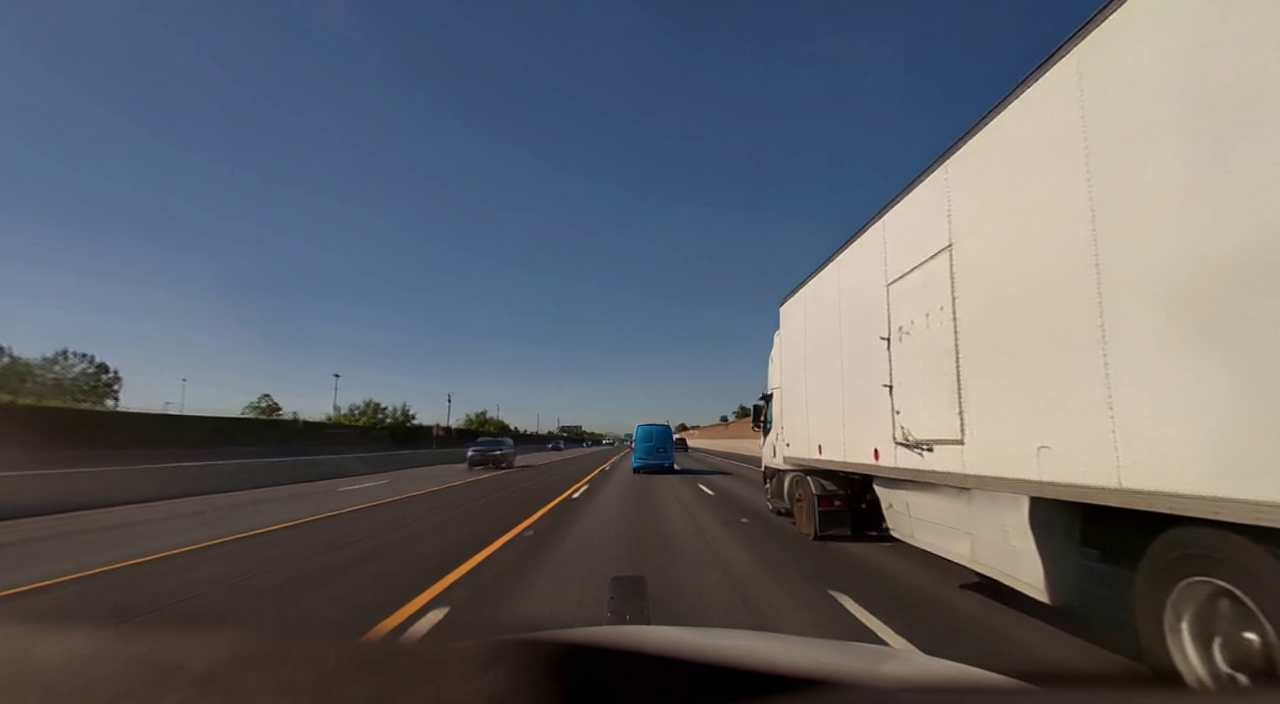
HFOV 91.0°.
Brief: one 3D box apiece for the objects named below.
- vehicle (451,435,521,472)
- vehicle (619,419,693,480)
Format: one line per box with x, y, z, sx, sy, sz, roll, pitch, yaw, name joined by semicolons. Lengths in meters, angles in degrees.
-7.888;5.228;32.752;2.271;1.756;4.718;0;-8;2;vehicle
0.585;3.575;23.221;2.469;2.027;4.554;0;-8;2;vehicle
